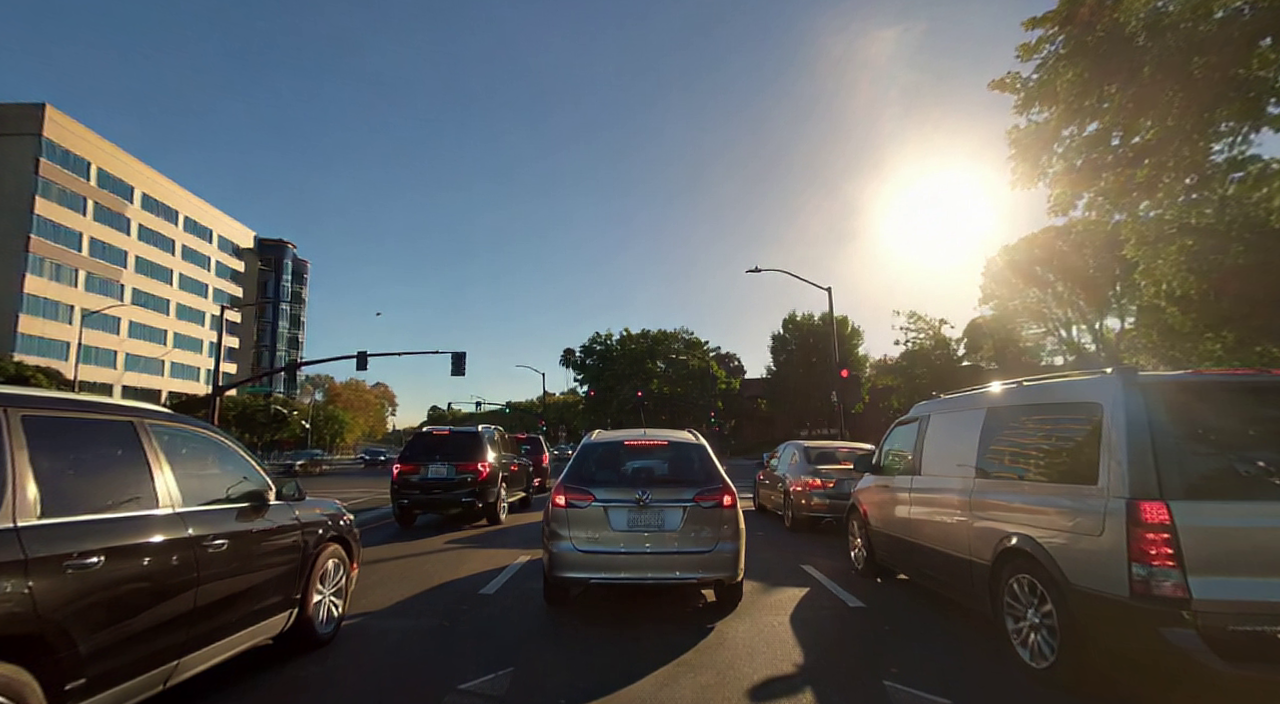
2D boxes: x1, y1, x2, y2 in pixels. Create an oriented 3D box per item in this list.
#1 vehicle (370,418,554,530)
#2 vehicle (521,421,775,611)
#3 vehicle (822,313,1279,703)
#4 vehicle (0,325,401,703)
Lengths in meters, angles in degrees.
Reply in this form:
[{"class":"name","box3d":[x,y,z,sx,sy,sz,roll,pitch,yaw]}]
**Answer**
[{"class":"vehicle","box3d":[-3.176,2.297,12.449,2.117,1.772,4.619,0,-8,2]},{"class":"vehicle","box3d":[0.029,1.598,7.062,2.021,1.490,3.948,0,-8,-1]},{"class":"vehicle","box3d":[3.224,1.100,4.733,2.141,1.833,4.704,0,-8,-2]},{"class":"vehicle","box3d":[-3.116,0.955,3.297,1.982,1.721,4.261,0,-8,1]}]
